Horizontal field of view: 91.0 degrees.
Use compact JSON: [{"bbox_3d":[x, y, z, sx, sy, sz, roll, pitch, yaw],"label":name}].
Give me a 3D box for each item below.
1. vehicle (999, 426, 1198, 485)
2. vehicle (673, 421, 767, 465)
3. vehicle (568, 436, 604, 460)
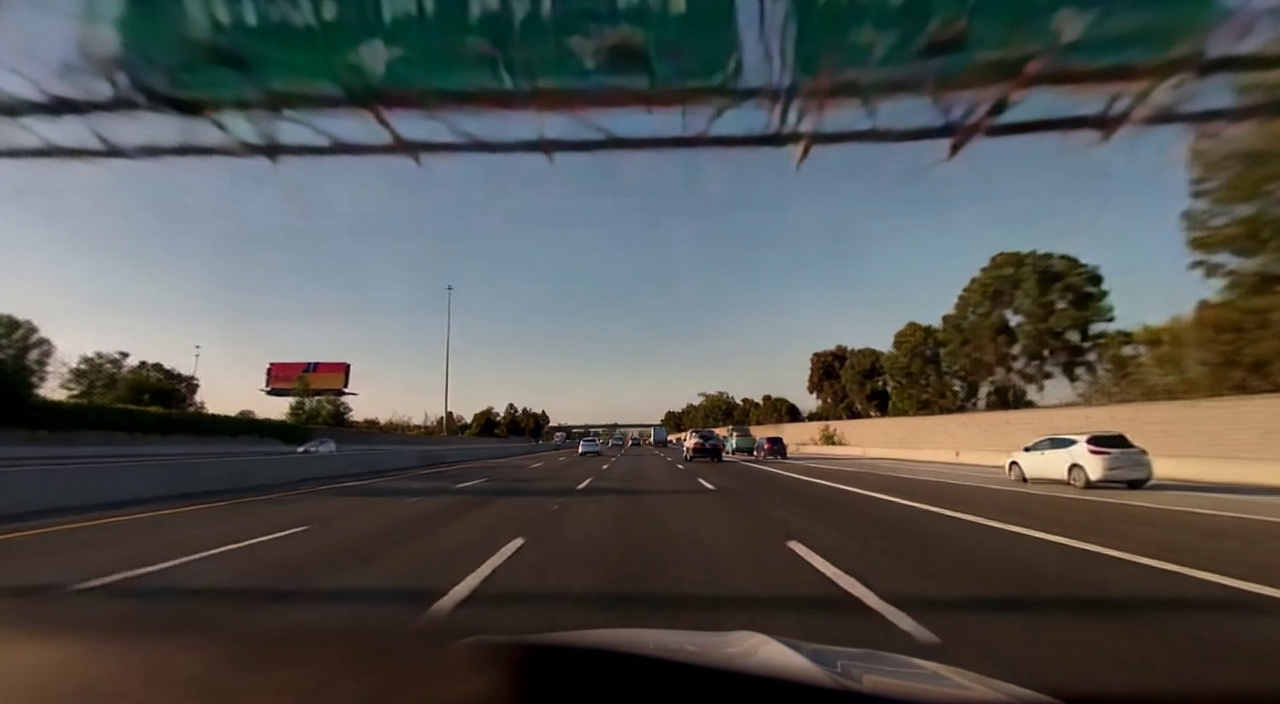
[{"bbox_3d":[16.146,3.679,22.740,2.261,1.824,5.678,2,-9,-10],"label":"vehicle"},{"bbox_3d":[4.009,5.153,35.522,3.042,2.004,14.051,0,-8,-2],"label":"vehicle"},{"bbox_3d":[-3.553,6.459,42.239,2.066,1.500,4.415,0,-8,0],"label":"vehicle"}]
